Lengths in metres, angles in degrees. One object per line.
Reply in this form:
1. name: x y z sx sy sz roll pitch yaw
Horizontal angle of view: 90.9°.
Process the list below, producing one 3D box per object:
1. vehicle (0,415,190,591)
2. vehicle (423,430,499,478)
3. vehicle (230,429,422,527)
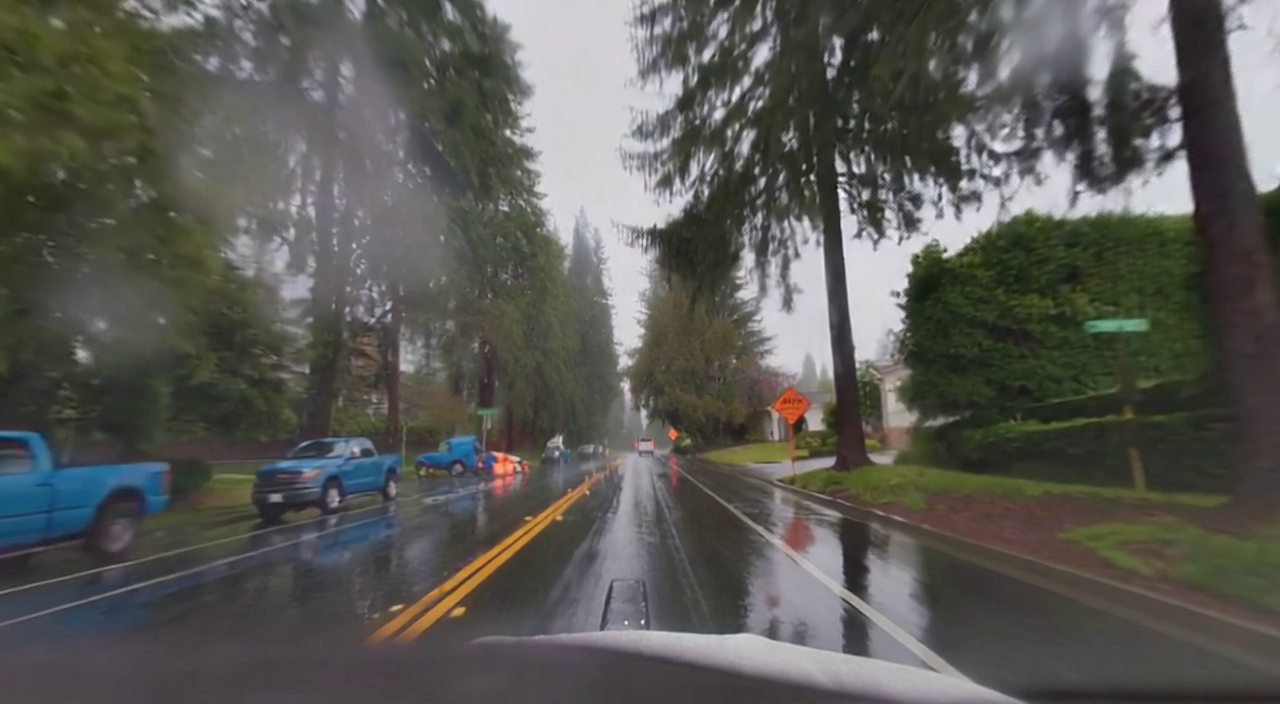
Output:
1. vehicle: -8.248 1.746 6.946 2.375 1.923 5.790 -4 -7 1
2. vehicle: -10.474 5.941 36.836 4.120 2.628 2.064 3 -9 -19
3. vehicle: -8.239 3.257 17.404 2.375 2.016 5.936 -4 -7 -1
